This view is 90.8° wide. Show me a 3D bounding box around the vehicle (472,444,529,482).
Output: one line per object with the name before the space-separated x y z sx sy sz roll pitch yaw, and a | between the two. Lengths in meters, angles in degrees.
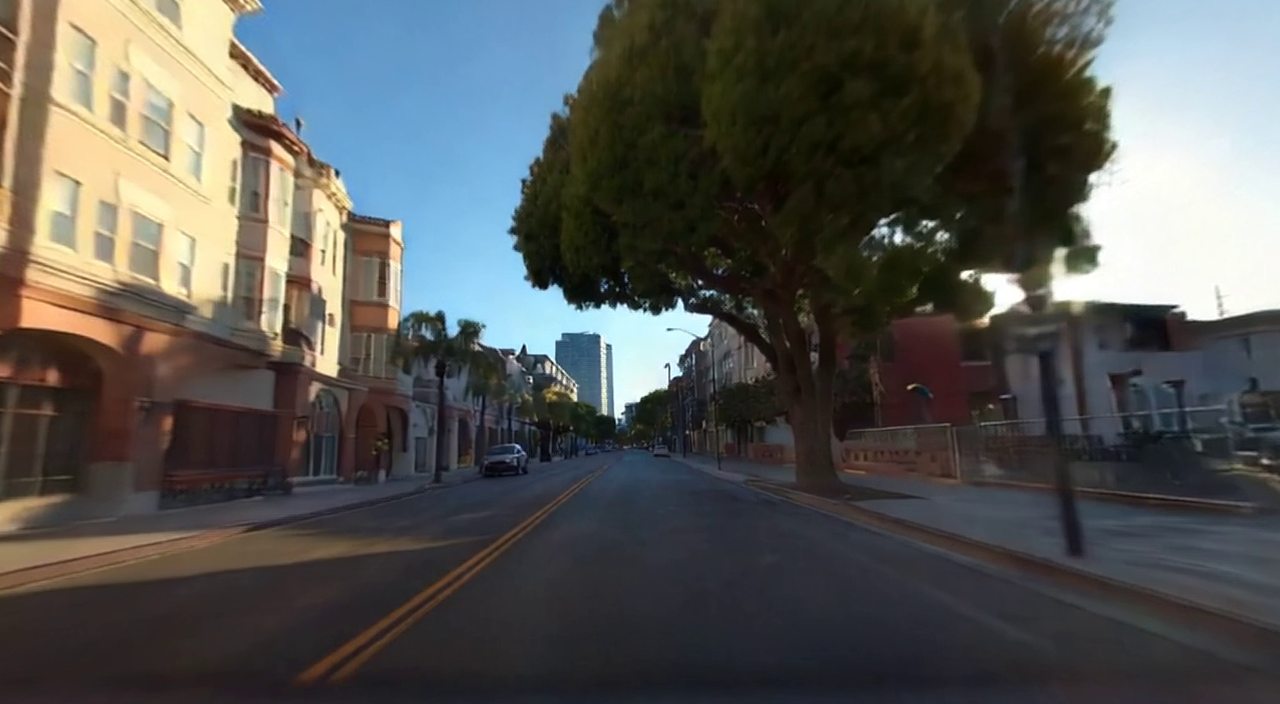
vehicle | -6.892 5.504 31.618 1.946 1.640 4.430 -2 -9 -1
